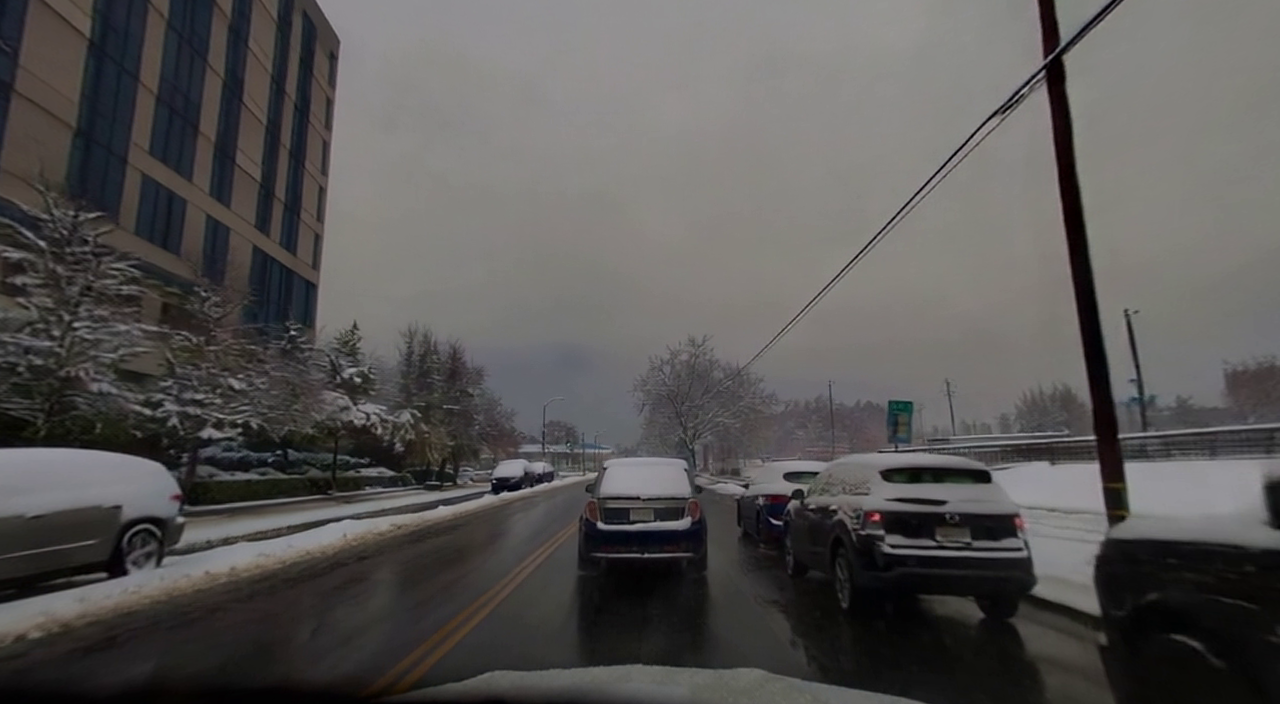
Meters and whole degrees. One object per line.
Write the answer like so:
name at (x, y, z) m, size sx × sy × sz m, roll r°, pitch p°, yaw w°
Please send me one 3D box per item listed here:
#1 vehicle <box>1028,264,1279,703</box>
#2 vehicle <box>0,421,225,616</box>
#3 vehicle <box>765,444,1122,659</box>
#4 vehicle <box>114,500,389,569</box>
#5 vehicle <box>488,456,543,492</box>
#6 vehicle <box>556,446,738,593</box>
vehicle at (2.752, 0.512, 0.602) m, size 1.868 × 1.920 × 4.501 m, roll 1°, pitch -11°, yaw 1°
vehicle at (-6.715, 1.690, 6.319) m, size 1.994 × 1.701 × 4.520 m, roll -3°, pitch -12°, yaw -1°
vehicle at (2.678, 1.872, 6.800) m, size 1.884 × 1.566 × 4.018 m, roll 1°, pitch -11°, yaw 1°
vehicle at (-6.827, 3.324, 11.901) m, size 2.223 × 0.774 × 4.789 m, roll 1°, pitch -10°, yaw 0°
vehicle at (-6.560, 6.538, 33.494) m, size 2.024 × 1.654 × 4.396 m, roll -3°, pitch -12°, yaw 0°
vehicle at (0.081, 2.205, 8.886) m, size 2.018 × 1.583 × 3.646 m, roll 1°, pitch -11°, yaw 0°
